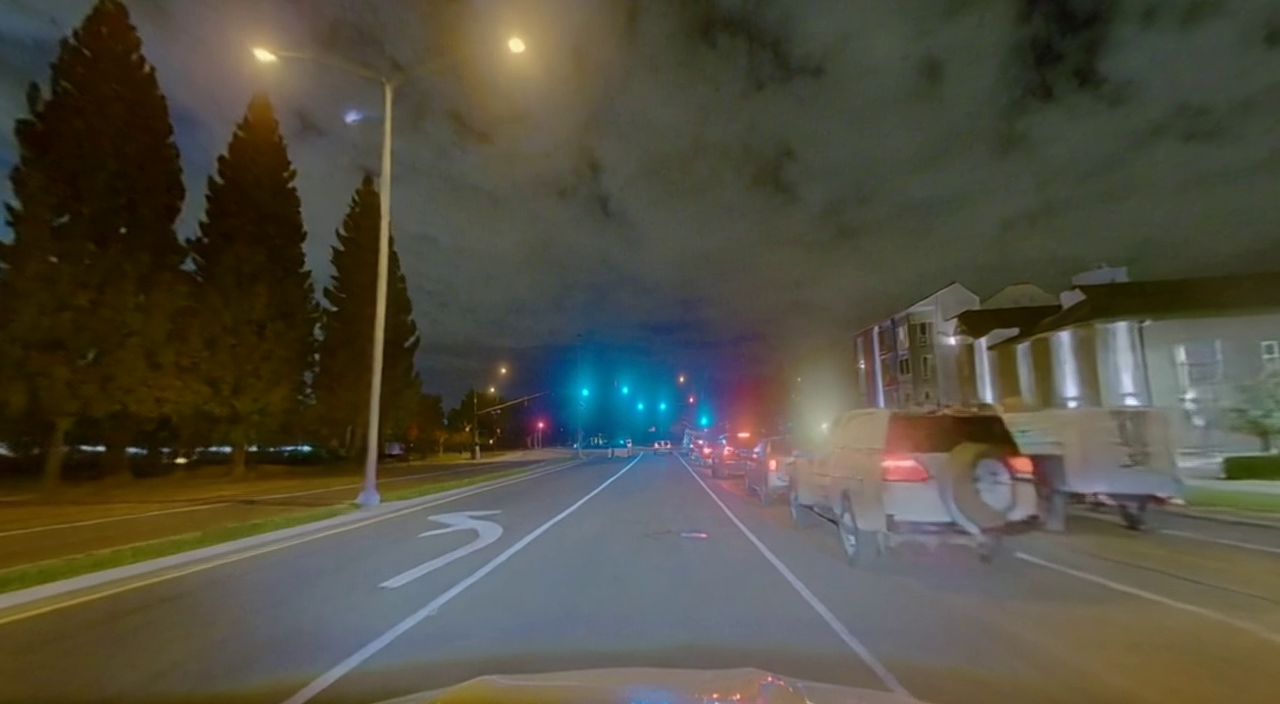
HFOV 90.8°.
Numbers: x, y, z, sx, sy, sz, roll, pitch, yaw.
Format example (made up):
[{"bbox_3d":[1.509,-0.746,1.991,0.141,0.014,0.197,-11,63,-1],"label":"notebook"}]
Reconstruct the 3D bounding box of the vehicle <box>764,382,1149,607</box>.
[{"bbox_3d":[2.846,1.414,7.137,2.052,1.693,4.554,0,-8,1],"label":"vehicle"}]

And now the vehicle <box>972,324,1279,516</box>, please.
[{"bbox_3d":[6.861,1.058,9.385,1.933,2.309,3.468,0,-8,1],"label":"vehicle"}]

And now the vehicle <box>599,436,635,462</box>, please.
[{"bbox_3d":[-1.492,6.618,43.139,2.083,1.691,4.398,-1,-8,3],"label":"vehicle"}]
